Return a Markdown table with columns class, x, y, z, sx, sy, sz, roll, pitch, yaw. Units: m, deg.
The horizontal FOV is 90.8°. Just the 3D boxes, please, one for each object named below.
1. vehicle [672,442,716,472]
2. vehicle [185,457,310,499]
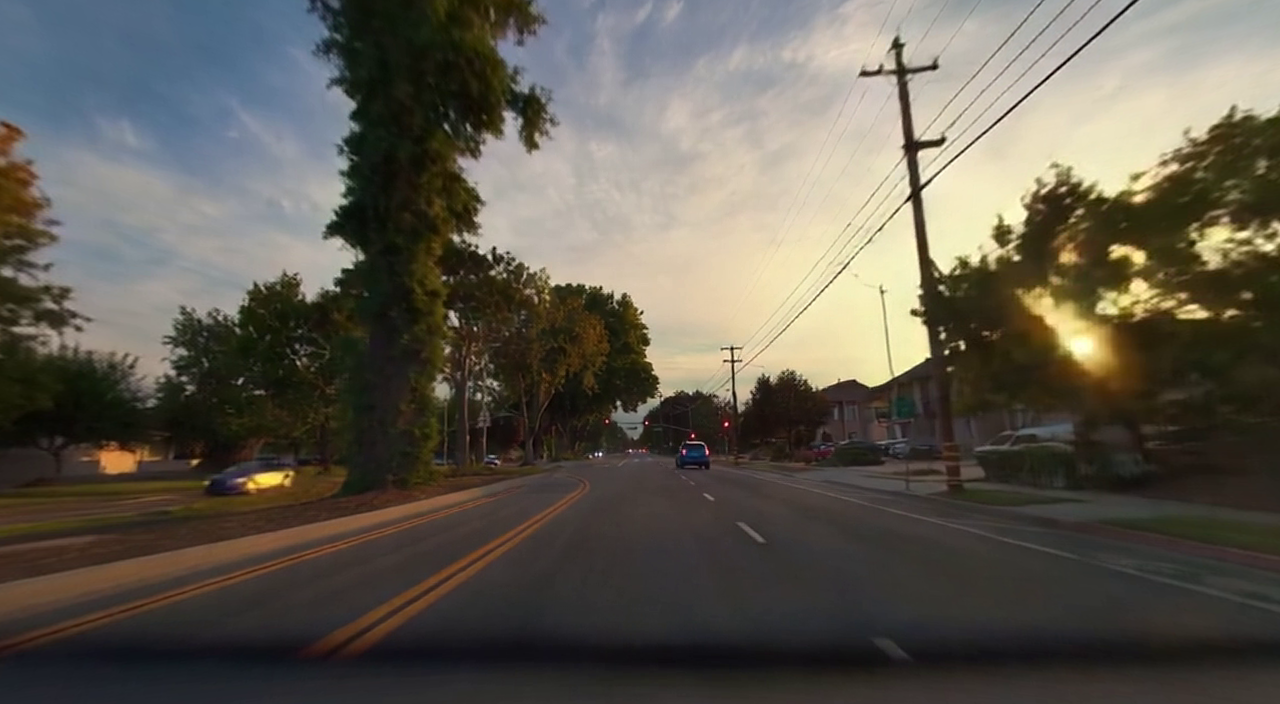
| class | x | y | z | sx | sy | sz | roll | pitch | yaw |
| --- | --- | --- | --- | --- | --- | --- | --- | --- | --- |
| vehicle | 3.369 | 6.710 | 40.703 | 2.229 | 1.795 | 4.927 | 0 | -9 | -2 |
| vehicle | -16.171 | 5.184 | 26.410 | 2.185 | 1.468 | 4.735 | 0 | -9 | 0 |
